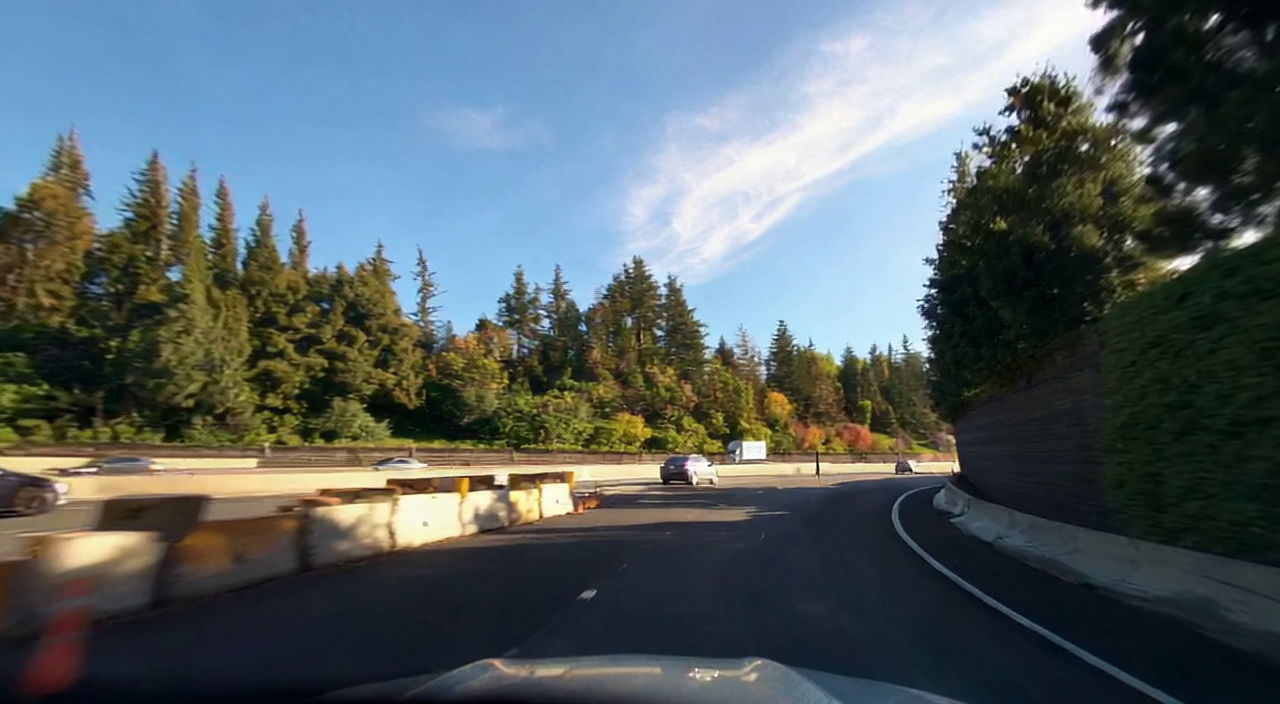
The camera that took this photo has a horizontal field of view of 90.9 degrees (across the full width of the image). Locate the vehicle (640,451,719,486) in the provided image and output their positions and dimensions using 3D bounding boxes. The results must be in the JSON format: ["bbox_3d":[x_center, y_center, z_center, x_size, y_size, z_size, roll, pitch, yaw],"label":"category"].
[{"bbox_3d":[2.029,5.745,31.419,1.769,1.583,4.387,-7,-11,37],"label":"vehicle"}]

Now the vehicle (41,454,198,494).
[{"bbox_3d":[-21.195,4.938,25.835,1.735,1.419,4.560,-7,-11,37],"label":"vehicle"}]
